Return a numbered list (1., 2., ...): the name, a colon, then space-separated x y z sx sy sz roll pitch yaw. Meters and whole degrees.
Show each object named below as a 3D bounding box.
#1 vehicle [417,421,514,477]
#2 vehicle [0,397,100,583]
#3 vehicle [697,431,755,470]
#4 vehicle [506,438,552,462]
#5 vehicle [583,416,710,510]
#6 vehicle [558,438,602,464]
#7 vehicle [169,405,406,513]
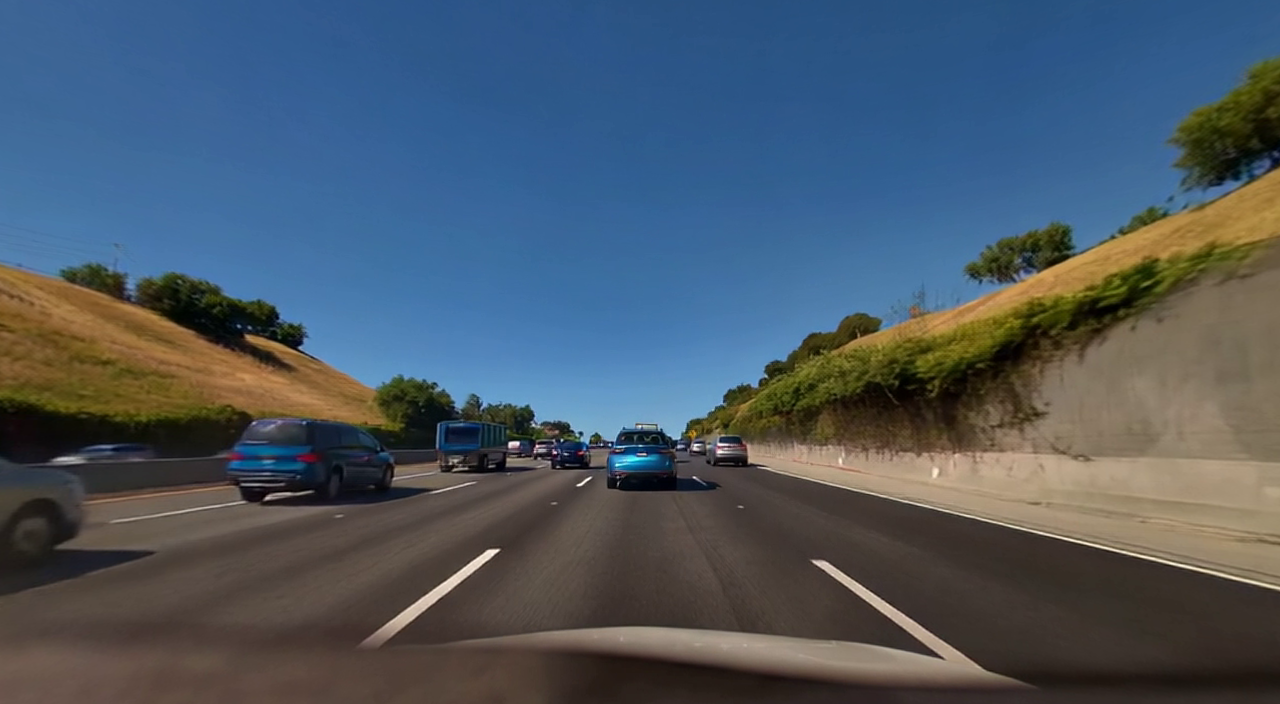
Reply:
1. vehicle: -6.737 3.854 25.064 2.294 1.982 5.040 0 -9 1
2. vehicle: -6.969 1.098 4.609 2.024 1.706 4.462 0 -9 1
3. vehicle: 4.138 4.815 30.961 2.092 1.723 4.629 0 -9 -1
4. vehicle: -6.918 6.185 39.870 1.957 1.467 4.640 0 -9 1
5. vehicle: 0.133 2.466 14.387 2.447 1.804 4.273 0 -9 0
6. vehicle: -3.427 5.781 36.934 2.108 1.442 4.143 0 -9 1
7. vehicle: -7.346 2.320 14.028 2.230 1.928 5.112 0 -9 1
